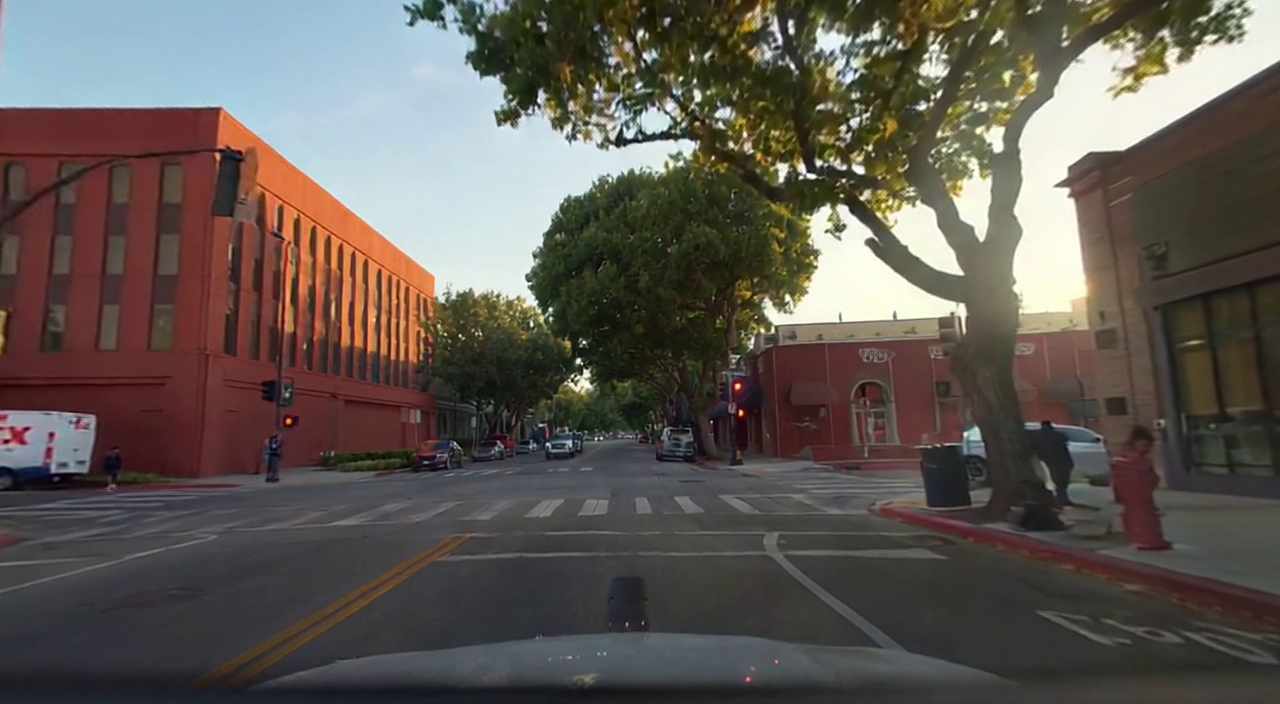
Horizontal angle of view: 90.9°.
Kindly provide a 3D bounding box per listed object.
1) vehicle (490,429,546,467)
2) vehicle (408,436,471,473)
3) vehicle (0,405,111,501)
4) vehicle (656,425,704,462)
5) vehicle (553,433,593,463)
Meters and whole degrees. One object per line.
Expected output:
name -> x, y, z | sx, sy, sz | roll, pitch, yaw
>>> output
vehicle -> -6.470, 5.152, 33.976 | 2.242, 1.887, 4.924 | 0, -8, -3
vehicle -> -10.386, 5.307, 32.977 | 2.216, 1.804, 4.526 | 1, -8, -6
vehicle -> -25.946, 3.801, 23.528 | 9.465, 3.299, 3.029 | -1, -6, -3
vehicle -> 2.470, 5.847, 40.478 | 2.557, 2.188, 5.164 | 0, -8, -3
vehicle -> -3.795, 5.523, 36.423 | 2.033, 1.596, 4.142 | 0, -8, -3
